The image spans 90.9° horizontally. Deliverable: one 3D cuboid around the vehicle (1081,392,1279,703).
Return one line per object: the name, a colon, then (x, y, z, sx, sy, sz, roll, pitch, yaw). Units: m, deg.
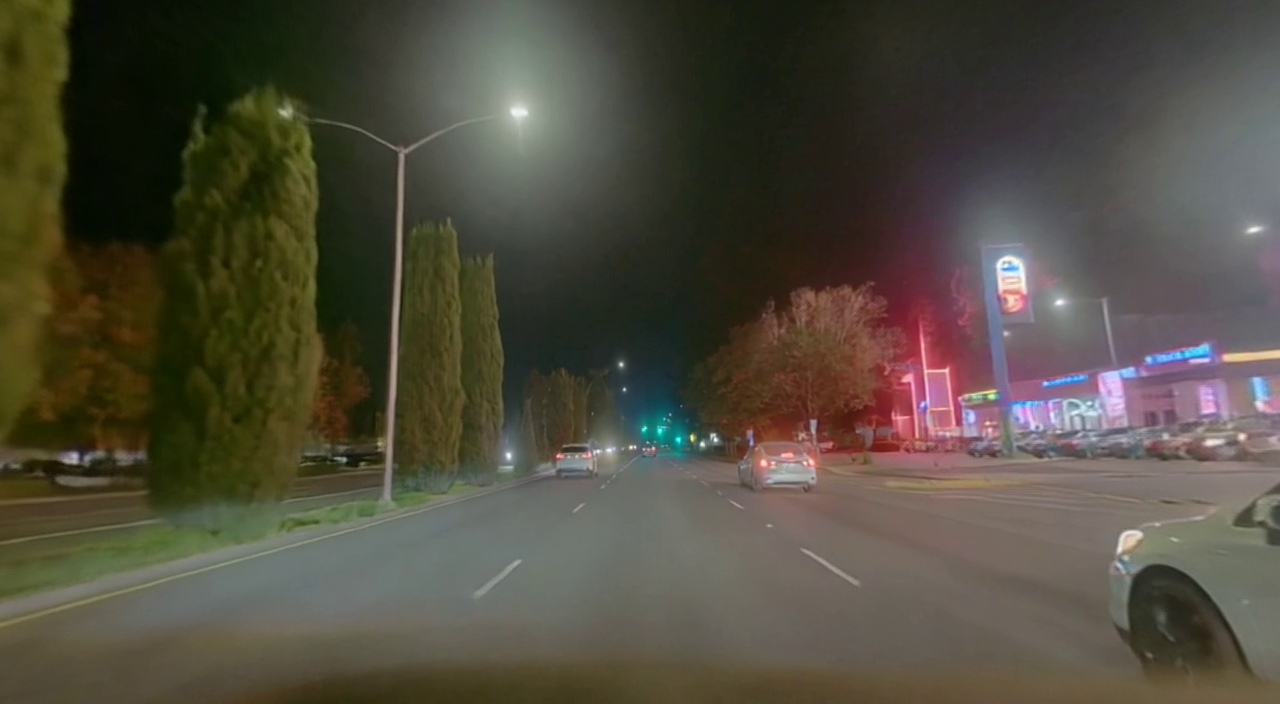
vehicle: (3.560, 0.718, 1.251, 1.976, 1.491, 4.714, 0, -8, 0)

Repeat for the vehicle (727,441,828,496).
vehicle: (4.113, 3.556, 19.750, 2.036, 1.480, 4.659, 0, -8, -1)

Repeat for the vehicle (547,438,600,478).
vehicle: (-3.106, 5.049, 30.225, 1.981, 1.731, 4.360, 0, -8, 1)

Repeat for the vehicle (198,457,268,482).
vehicle: (-29.921, 8.616, 46.520, 1.881, 1.630, 4.843, 0, -8, 0)

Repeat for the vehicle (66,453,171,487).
vehicle: (-30.881, 6.967, 37.544, 1.925, 1.776, 4.722, -1, -8, 4)

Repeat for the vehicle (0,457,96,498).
vehicle: (-27.445, 5.541, 27.924, 4.681, 1.623, 1.998, 5, -10, -31)

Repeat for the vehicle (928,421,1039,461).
vehicle: (20.629, 5.430, 38.462, 2.705, 2.011, 7.332, -4, -8, 1)
